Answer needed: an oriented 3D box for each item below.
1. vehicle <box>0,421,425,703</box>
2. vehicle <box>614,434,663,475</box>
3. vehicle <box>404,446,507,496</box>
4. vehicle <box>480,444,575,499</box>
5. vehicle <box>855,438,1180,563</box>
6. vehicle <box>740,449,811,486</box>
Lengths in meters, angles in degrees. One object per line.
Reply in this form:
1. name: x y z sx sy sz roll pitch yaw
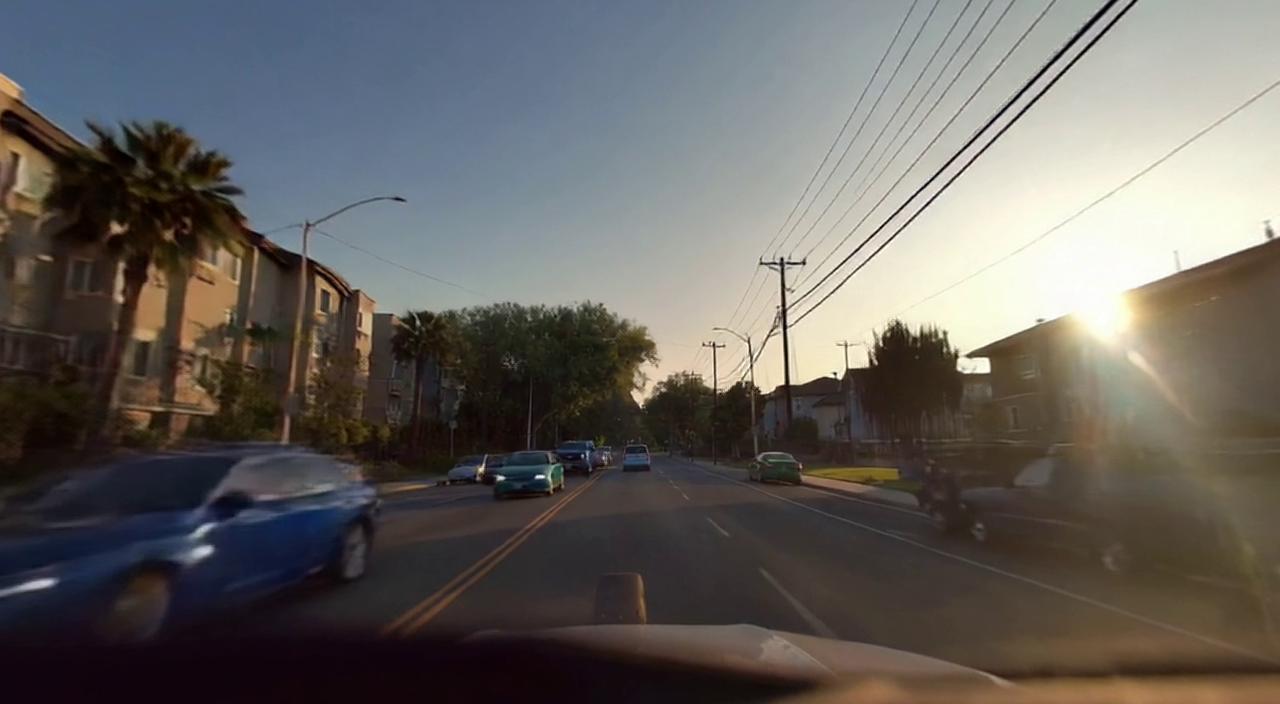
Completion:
1. vehicle: -3.724 1.401 5.137 2.013 1.497 4.456 -1 -8 6
2. vehicle: -0.031 5.240 32.124 2.308 1.940 4.125 -1 -10 1
3. vehicle: -6.084 3.950 21.477 2.023 1.492 4.666 0 -8 1
4. vehicle: -3.352 3.639 19.760 2.057 1.476 4.593 0 -8 1
5. vehicle: 6.230 2.497 11.731 2.350 1.706 5.901 0 -8 -1
6. vehicle: 5.962 5.126 28.403 1.943 1.490 4.783 0 -8 -2
